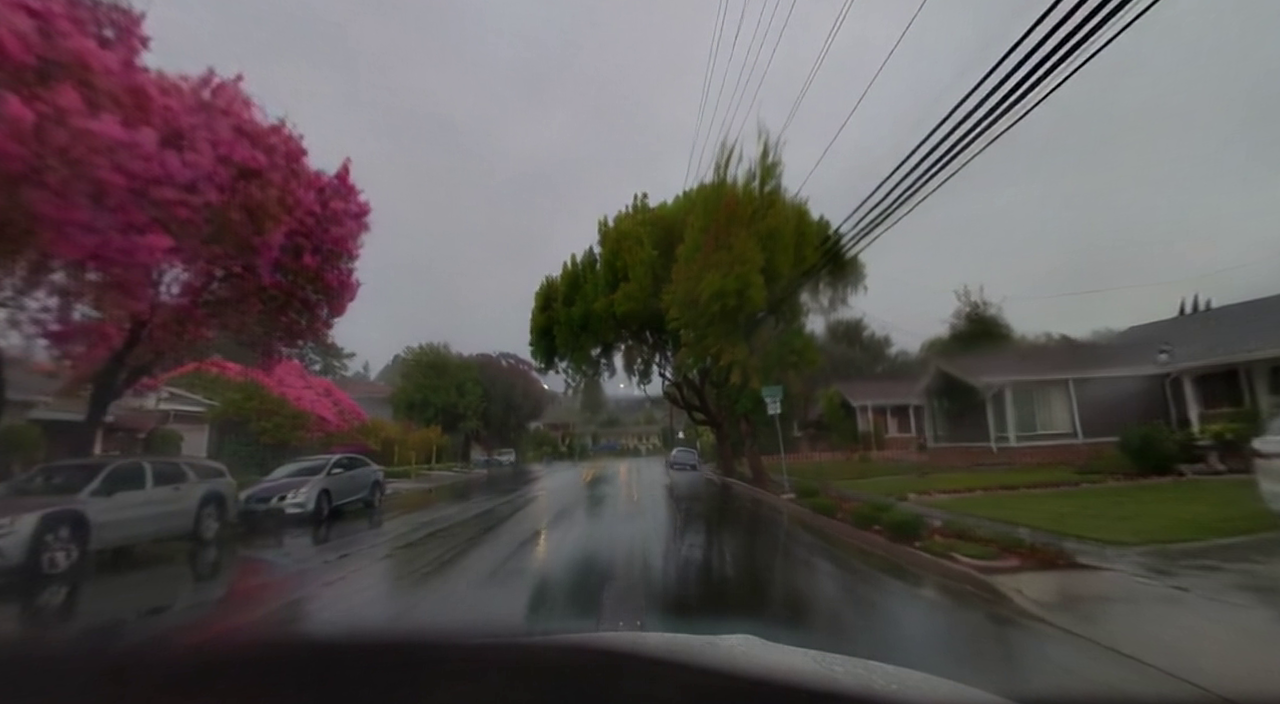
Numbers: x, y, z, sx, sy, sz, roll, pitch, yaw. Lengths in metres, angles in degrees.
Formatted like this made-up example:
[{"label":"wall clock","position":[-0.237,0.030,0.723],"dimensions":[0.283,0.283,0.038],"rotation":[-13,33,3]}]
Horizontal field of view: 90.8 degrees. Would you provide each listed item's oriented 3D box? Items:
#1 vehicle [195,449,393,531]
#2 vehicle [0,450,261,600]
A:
[{"label":"vehicle","position":[-7.288,2.908,13.931],"dimensions":[1.896,1.484,4.298],"rotation":[0,-9,0]},{"label":"vehicle","position":[-7.529,2.087,8.459],"dimensions":[2.034,1.493,4.524],"rotation":[0,-9,1]}]
